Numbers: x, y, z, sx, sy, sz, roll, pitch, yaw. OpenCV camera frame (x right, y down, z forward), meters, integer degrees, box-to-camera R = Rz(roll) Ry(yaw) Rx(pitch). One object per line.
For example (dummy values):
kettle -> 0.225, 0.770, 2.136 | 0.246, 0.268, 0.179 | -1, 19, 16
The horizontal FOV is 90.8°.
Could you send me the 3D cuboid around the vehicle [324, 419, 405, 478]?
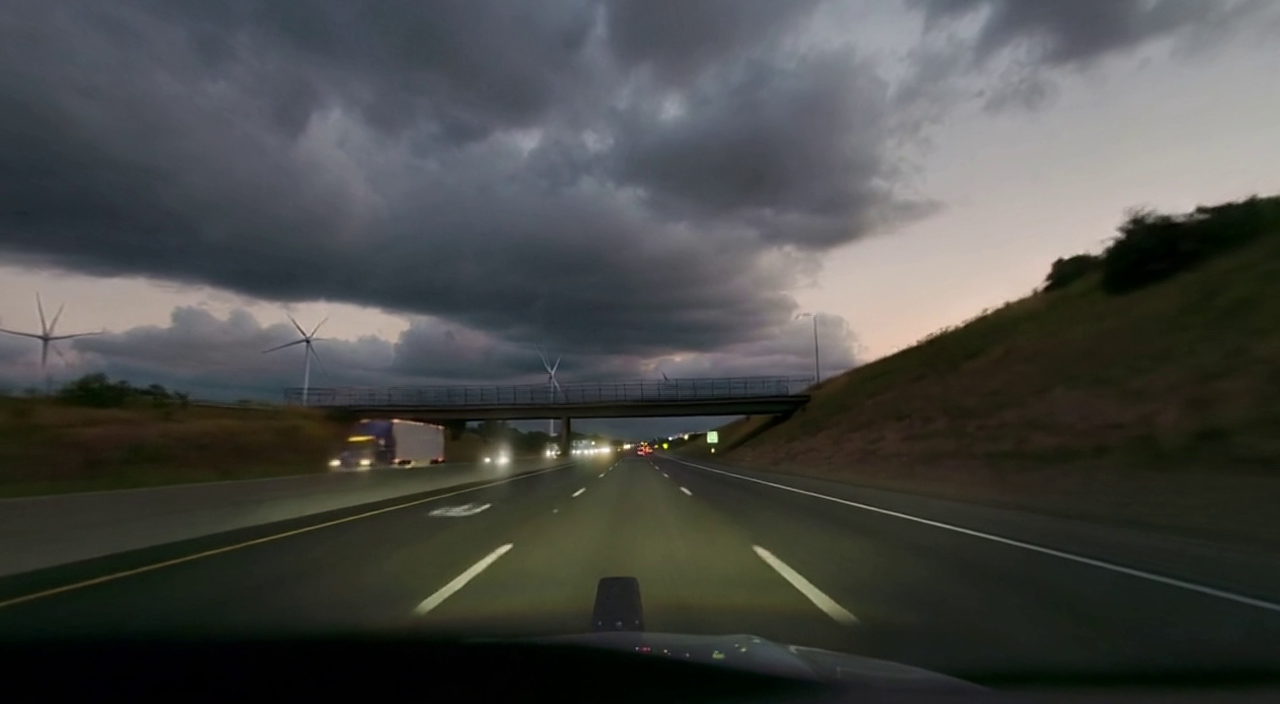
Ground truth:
vehicle -> -19.487, 6.881, 45.071 | 2.977, 3.872, 6.035 | 0, -9, -1
